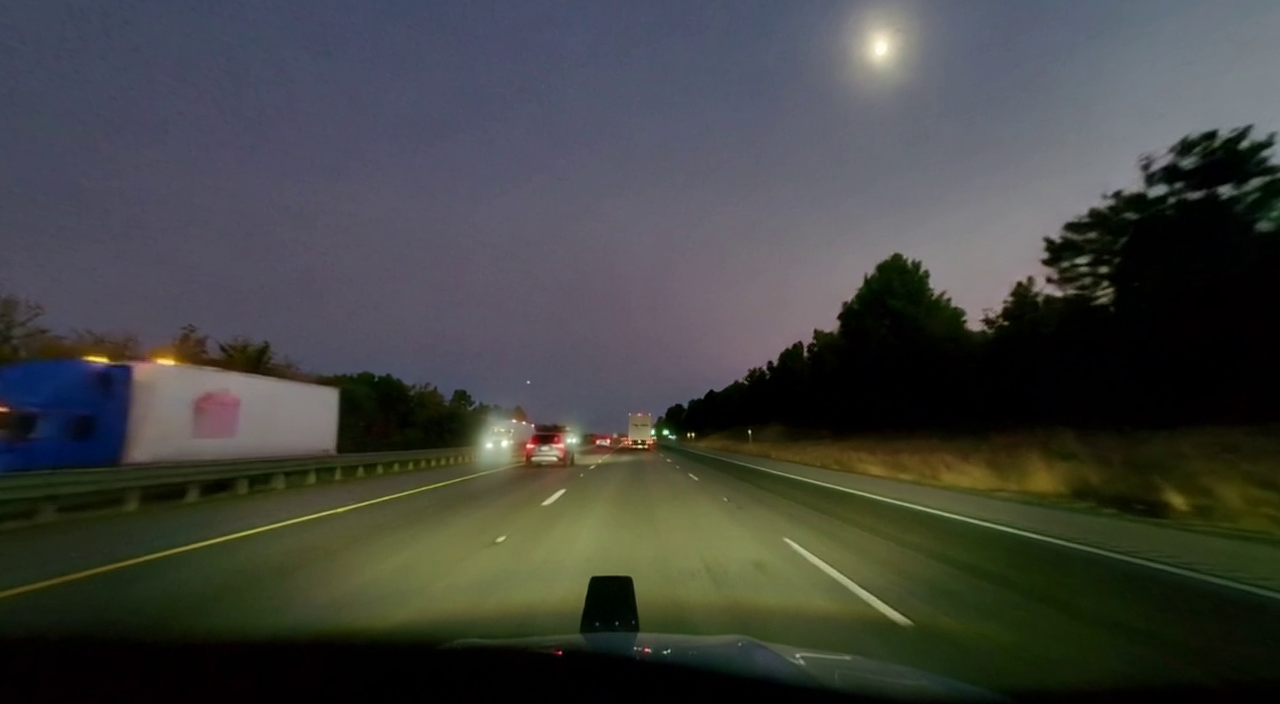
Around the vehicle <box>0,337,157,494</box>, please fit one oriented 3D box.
[{"bbox_3d":[-17.063,1.802,17.191,2.975,3.782,5.870,0,-8,-1],"label":"vehicle"}]

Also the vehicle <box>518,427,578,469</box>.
[{"bbox_3d":[-3.936,4.177,27.694,2.045,1.655,4.301,0,-8,0],"label":"vehicle"}]
